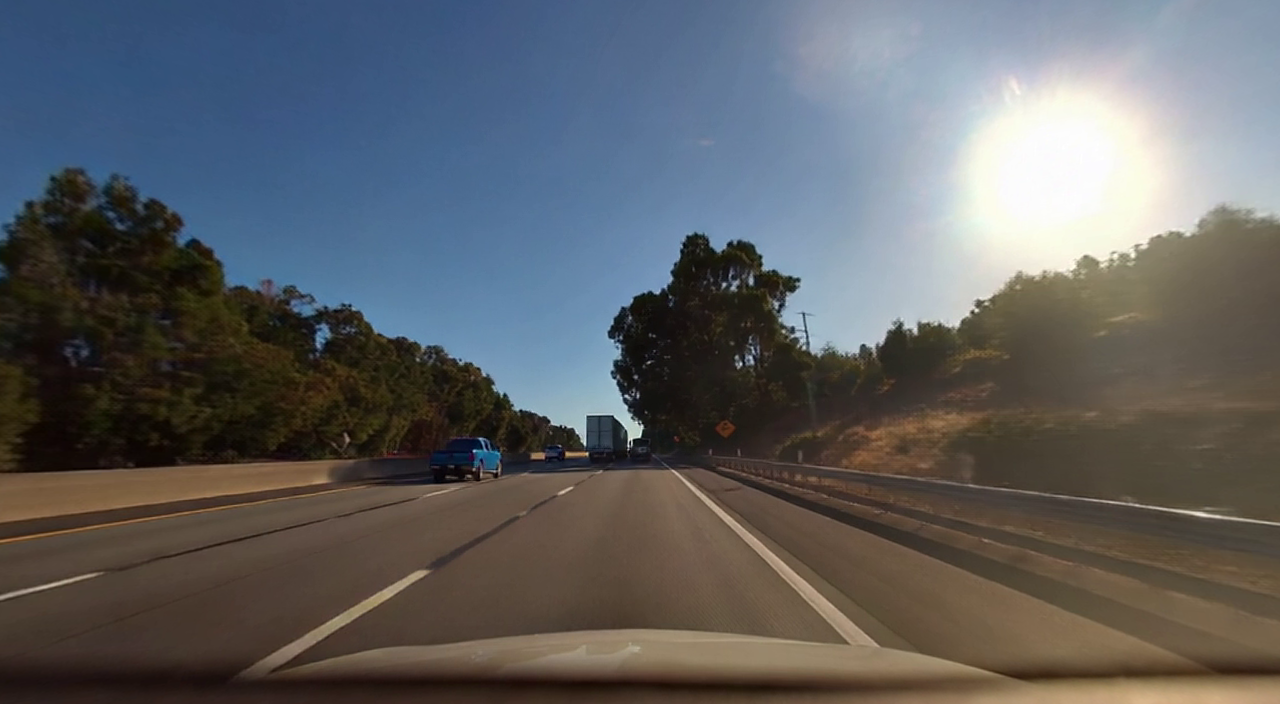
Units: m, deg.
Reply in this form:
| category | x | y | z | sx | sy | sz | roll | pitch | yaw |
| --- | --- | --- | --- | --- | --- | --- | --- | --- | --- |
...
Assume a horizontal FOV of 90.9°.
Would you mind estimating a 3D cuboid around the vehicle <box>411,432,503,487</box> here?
| category | x | y | z | sx | sy | sz | roll | pitch | yaw |
| --- | --- | --- | --- | --- | --- | --- | --- | --- | --- |
| vehicle | -6.830 | 4.047 | 24.169 | 2.149 | 1.884 | 4.627 | 0 | -8 | -1 |

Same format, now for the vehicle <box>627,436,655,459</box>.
| category | x | y | z | sx | sy | sz | roll | pitch | yaw |
| --- | --- | --- | --- | --- | --- | --- | --- | --- | --- |
| vehicle | 0.075 | 7.403 | 48.997 | 2.072 | 1.630 | 4.529 | 0 | -8 | 0 |
